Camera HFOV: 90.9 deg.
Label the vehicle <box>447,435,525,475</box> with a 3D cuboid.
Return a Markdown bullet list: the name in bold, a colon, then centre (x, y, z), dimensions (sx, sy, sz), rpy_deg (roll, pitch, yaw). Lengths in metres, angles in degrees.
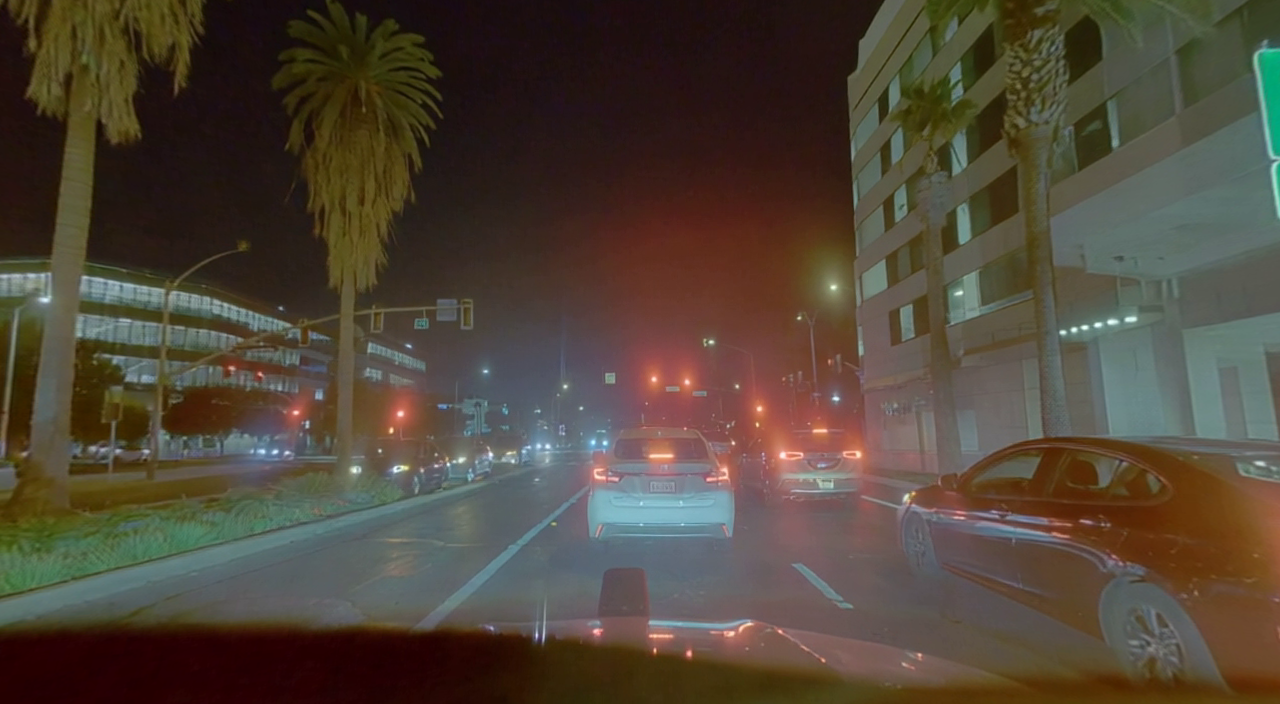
- **vehicle**: centre (-6.033, 4.089, 25.211), dimensions (1.822, 1.456, 4.396), rpy_deg (-1, -8, 2)

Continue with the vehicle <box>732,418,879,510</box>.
- **vehicle**: centre (3.501, 2.470, 14.300), dimensions (2.169, 1.751, 4.276), rpy_deg (0, -8, 0)

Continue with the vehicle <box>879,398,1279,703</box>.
- **vehicle**: centre (3.542, 1.223, 4.470), dimensions (1.910, 1.490, 4.661), rpy_deg (0, -8, 1)

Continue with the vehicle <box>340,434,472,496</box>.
- **vehicle**: centre (-6.246, 3.048, 17.390), dimensions (1.900, 1.487, 4.165), rpy_deg (0, -8, 2)

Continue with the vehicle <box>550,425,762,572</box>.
- **vehicle**: centre (0.179, 1.785, 8.453), dimensions (2.140, 1.474, 4.026), rpy_deg (0, -8, 1)
